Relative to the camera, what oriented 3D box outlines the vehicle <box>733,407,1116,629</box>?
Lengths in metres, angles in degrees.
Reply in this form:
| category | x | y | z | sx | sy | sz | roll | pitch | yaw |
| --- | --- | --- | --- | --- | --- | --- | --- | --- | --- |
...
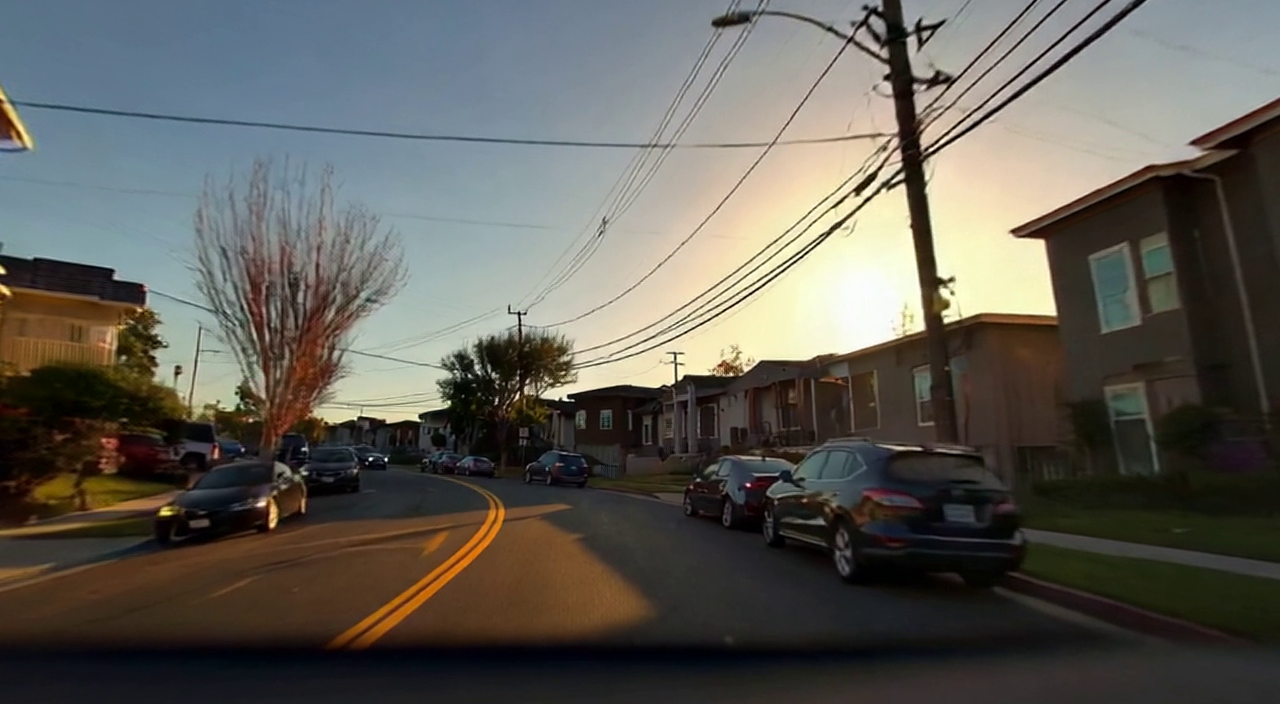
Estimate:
| category | x | y | z | sx | sy | sz | roll | pitch | yaw |
| --- | --- | --- | --- | --- | --- | --- | --- | --- | --- |
| vehicle | 2.719 | 1.696 | 7.570 | 1.974 | 1.769 | 4.610 | 1 | -9 | -7 |

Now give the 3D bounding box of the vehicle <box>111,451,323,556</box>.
| category | x | y | z | sx | sy | sz | roll | pitch | yaw |
| --- | --- | --- | --- | --- | --- | --- | --- | --- | --- |
| vehicle | -7.741 | 2.718 | 12.042 | 2.003 | 1.447 | 3.642 | -3 | -8 | -10 |

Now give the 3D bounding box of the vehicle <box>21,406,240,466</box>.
| category | x | y | z | sx | sy | sz | roll | pitch | yaw |
| --- | --- | --- | --- | --- | --- | --- | --- | --- | --- |
| vehicle | -18.154 | 3.098 | 23.057 | 5.822 | 1.956 | 2.355 | 5 | -10 | -31 |

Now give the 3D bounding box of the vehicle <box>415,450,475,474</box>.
| category | x | y | z | sx | sy | sz | roll | pitch | yaw |
| --- | --- | --- | --- | --- | --- | --- | --- | --- | --- |
| vehicle | -13.258 | 7.406 | 42.770 | 1.923 | 1.531 | 4.568 | 8 | -12 | -44 |

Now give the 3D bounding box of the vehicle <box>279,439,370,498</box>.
| category | x | y | z | sx | sy | sz | roll | pitch | yaw |
| --- | --- | --- | --- | --- | --- | --- | --- | --- | --- |
| vehicle | -10.199 | 3.748 | 20.802 | 2.023 | 1.674 | 4.556 | 3 | -9 | -19 |

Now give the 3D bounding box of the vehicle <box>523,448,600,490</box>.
| category | x | y | z | sx | sy | sz | roll | pitch | yaw |
| --- | --- | --- | --- | --- | --- | --- | --- | --- | --- |
| vehicle | -3.754 | 5.392 | 29.442 | 1.994 | 1.682 | 4.750 | 9 | -12 | -25 |
